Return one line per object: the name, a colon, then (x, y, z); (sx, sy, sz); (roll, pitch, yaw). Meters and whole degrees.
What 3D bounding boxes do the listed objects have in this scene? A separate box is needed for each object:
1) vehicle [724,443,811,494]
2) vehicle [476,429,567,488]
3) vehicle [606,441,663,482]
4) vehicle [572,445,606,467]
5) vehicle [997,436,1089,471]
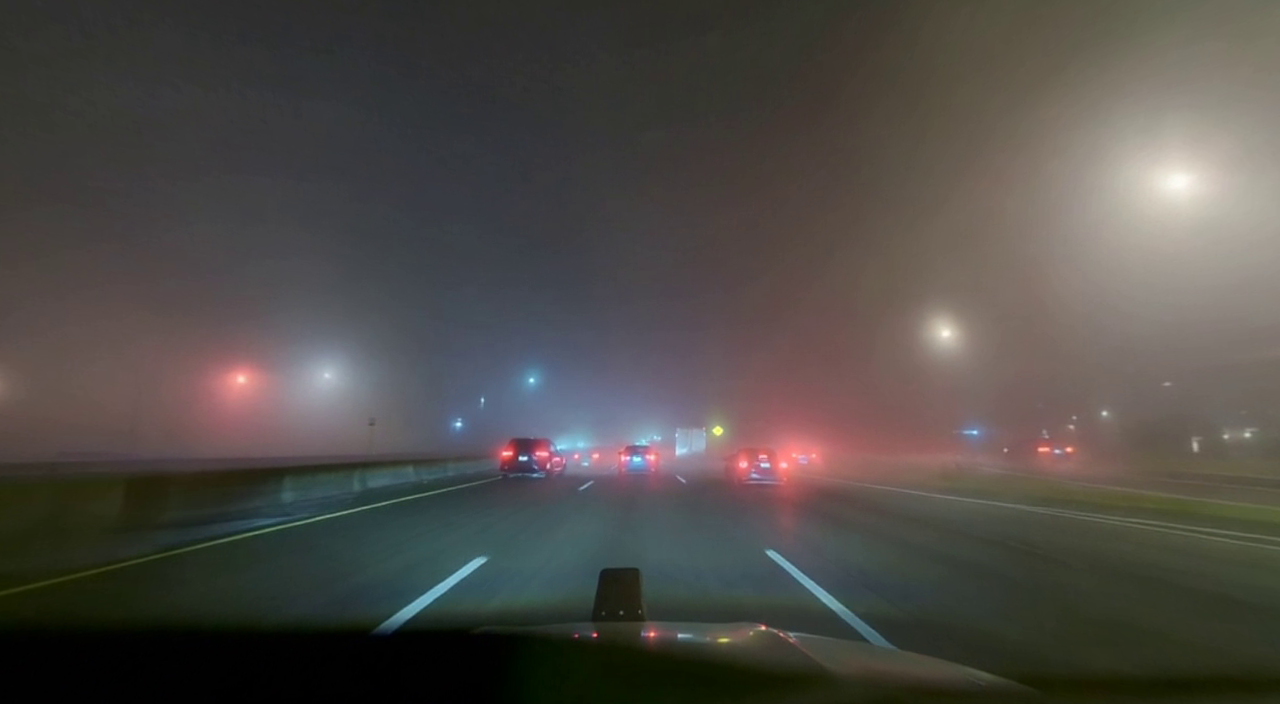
vehicle: (4.068, 3.763, 20.789); (1.974, 1.490, 3.994); (0, -9, -1)
vehicle: (-3.995, 3.694, 22.094); (2.142, 1.819, 4.648); (0, -9, 2)
vehicle: (-0.183, 4.340, 25.190); (2.089, 1.493, 3.964); (0, -9, 0)
vehicle: (-3.473, 7.202, 43.713); (1.868, 1.431, 4.055); (0, -9, 2)
vehicle: (25.433, 6.431, 40.095); (2.376, 1.988, 6.109); (-1, -9, 6)
